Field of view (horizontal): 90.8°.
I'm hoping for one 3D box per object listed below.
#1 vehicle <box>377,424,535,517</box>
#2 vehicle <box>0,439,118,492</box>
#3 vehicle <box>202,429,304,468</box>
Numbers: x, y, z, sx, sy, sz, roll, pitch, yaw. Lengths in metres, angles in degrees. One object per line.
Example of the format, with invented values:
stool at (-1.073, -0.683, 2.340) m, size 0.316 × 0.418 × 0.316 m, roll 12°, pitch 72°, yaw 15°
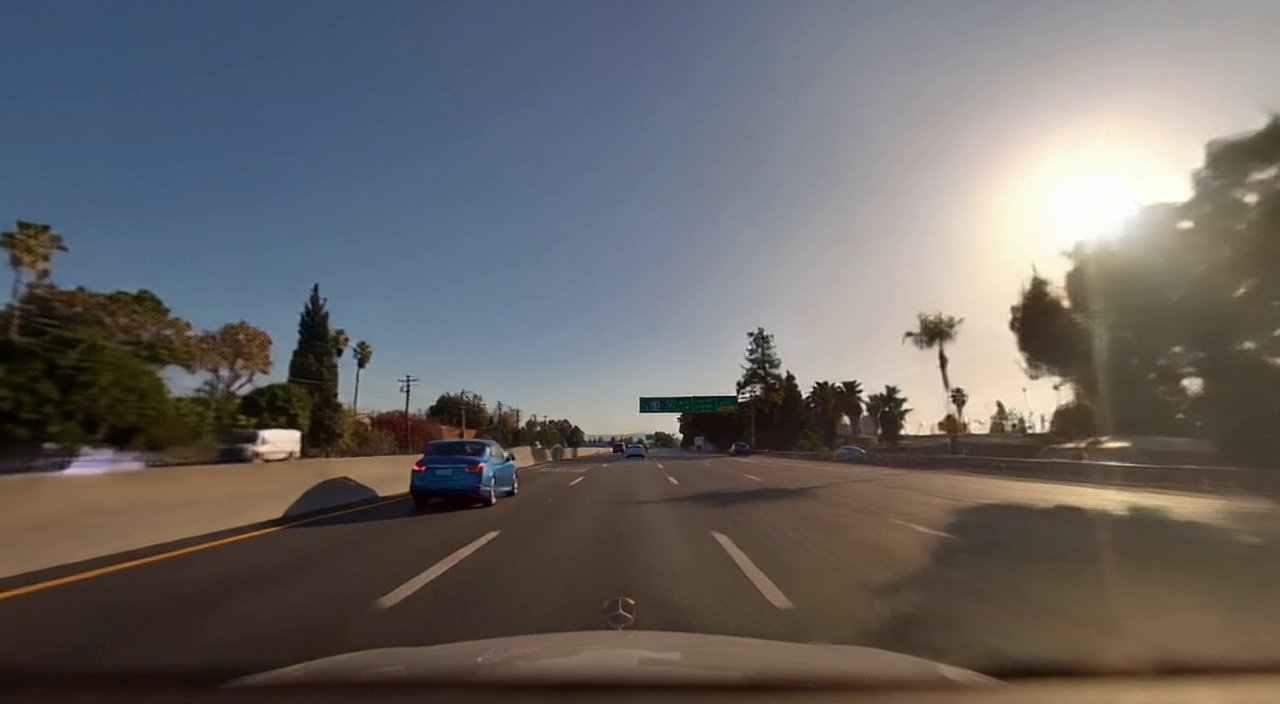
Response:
vehicle at (-3.652, 2.441, 13.580) m, size 1.996 × 1.617 × 4.637 m, roll 0°, pitch -8°, yaw 0°
vehicle at (-18.991, 3.409, 19.268) m, size 2.040 × 1.464 × 4.805 m, roll 0°, pitch -8°, yaw 0°
vehicle at (-22.295, 5.584, 36.765) m, size 2.304 × 2.105 × 5.701 m, roll 0°, pitch -8°, yaw 0°
